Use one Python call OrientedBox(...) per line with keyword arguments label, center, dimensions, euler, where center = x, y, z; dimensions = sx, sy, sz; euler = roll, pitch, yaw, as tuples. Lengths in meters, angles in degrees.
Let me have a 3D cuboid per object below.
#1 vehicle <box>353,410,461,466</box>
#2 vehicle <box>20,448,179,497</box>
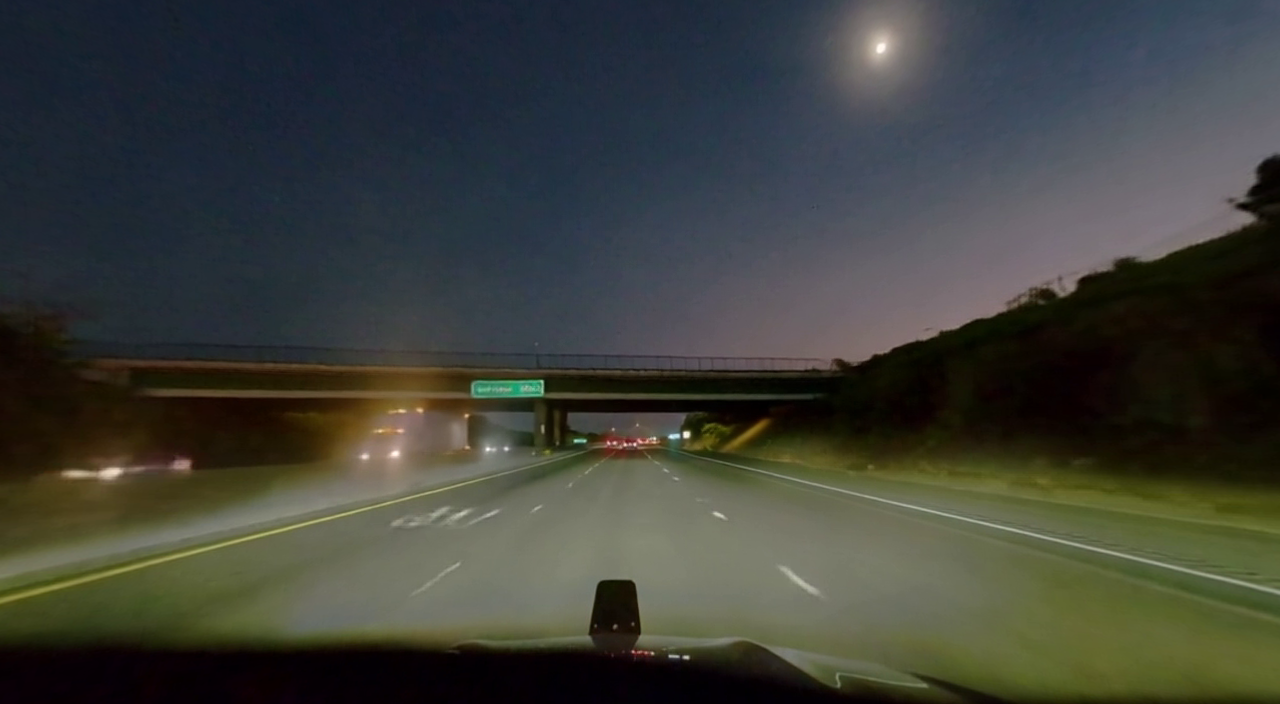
OrientedBox(label="vehicle", center=(-16.891, 6.447, 47.432), dimensions=(2.982, 3.570, 14.255), euler=(0, -8, -1))
OrientedBox(label="vehicle", center=(-19.832, 4.393, 23.469), dimensions=(1.889, 1.516, 4.588), euler=(0, -8, -1))
